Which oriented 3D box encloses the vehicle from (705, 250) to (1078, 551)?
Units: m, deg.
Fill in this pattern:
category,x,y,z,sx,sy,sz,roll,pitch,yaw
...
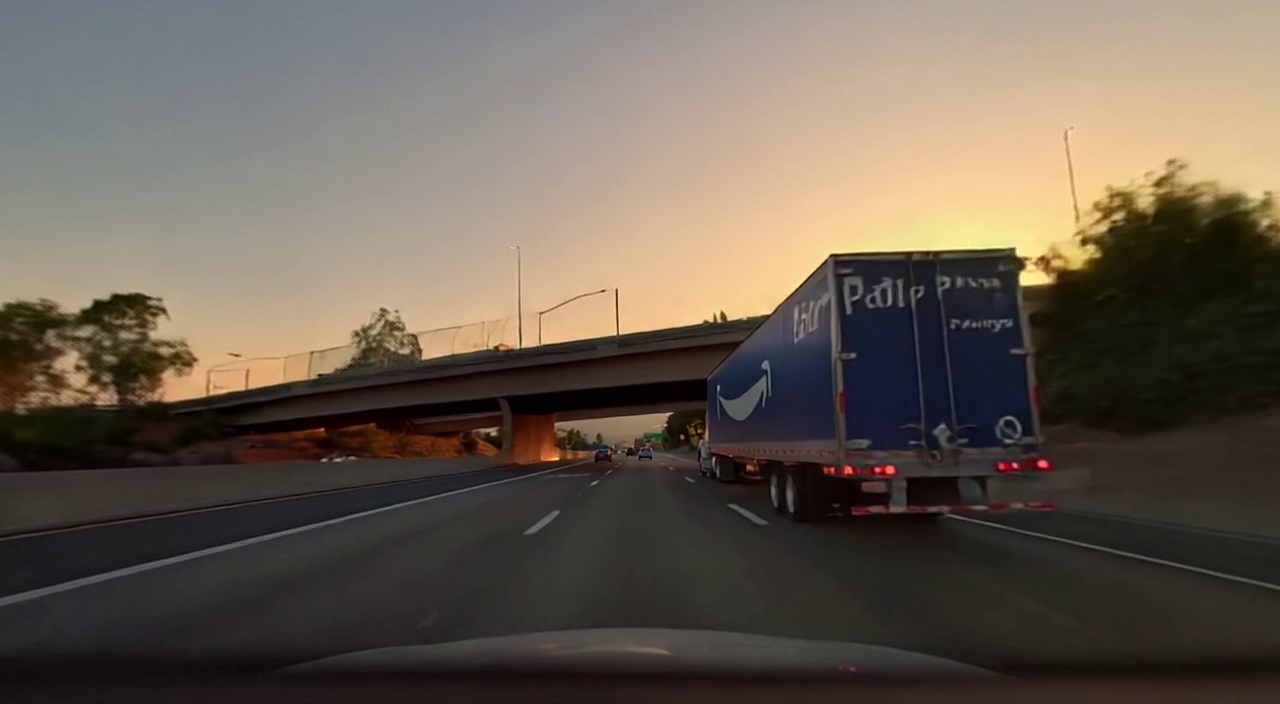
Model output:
category,x,y,z,sx,sy,sz,roll,pitch,yaw
vehicle,4.165,1.851,16.907,2.928,4.021,17.190,0,-9,0
